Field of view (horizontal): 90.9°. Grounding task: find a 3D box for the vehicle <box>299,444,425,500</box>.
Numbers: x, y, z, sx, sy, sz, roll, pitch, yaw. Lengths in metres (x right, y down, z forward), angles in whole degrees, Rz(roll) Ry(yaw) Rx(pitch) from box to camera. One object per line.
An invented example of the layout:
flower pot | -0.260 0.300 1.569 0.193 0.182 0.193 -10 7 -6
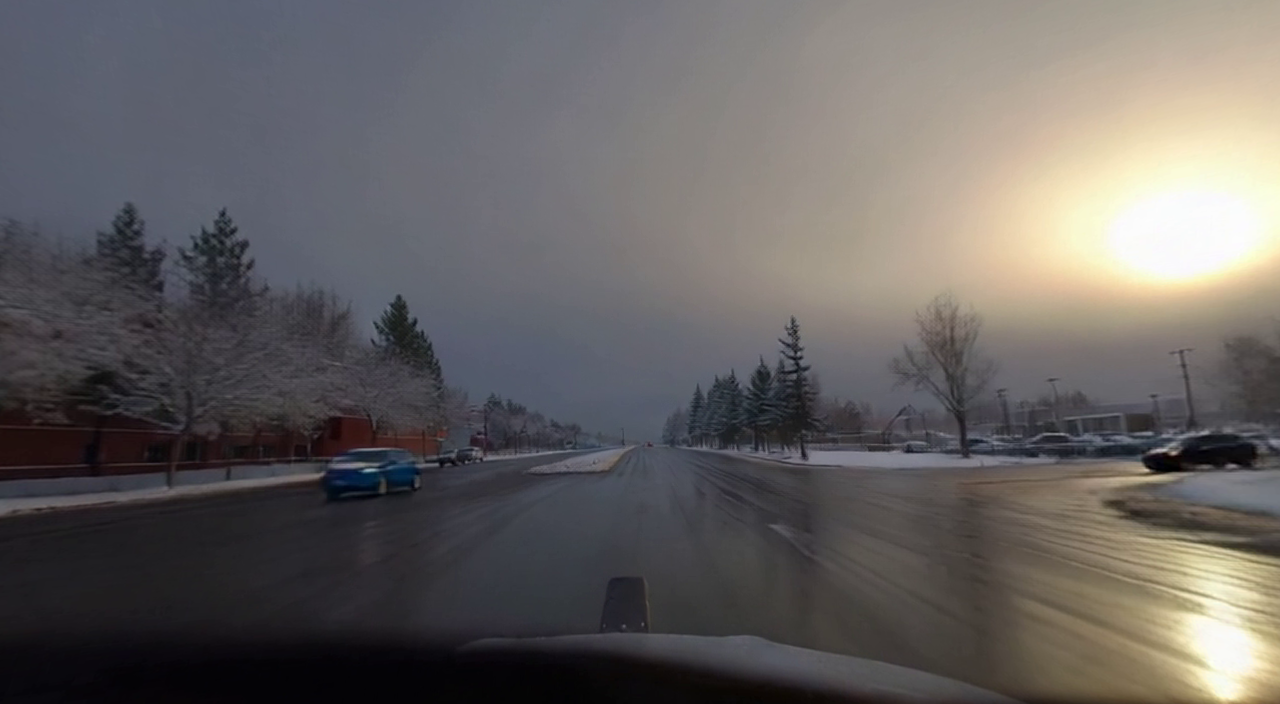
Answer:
vehicle | -8.283 3.580 19.234 1.911 1.499 4.032 0 -8 2

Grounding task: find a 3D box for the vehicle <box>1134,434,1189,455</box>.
vehicle | 38.571 6.819 46.550 3.920 1.437 1.914 5 -10 -33

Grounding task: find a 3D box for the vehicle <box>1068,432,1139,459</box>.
vehicle | 30.172 6.075 40.961 5.036 1.698 2.031 6 -10 -34

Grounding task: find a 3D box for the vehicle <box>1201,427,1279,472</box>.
vehicle | 24.882 3.931 25.598 4.512 1.648 1.938 6 -10 -34
